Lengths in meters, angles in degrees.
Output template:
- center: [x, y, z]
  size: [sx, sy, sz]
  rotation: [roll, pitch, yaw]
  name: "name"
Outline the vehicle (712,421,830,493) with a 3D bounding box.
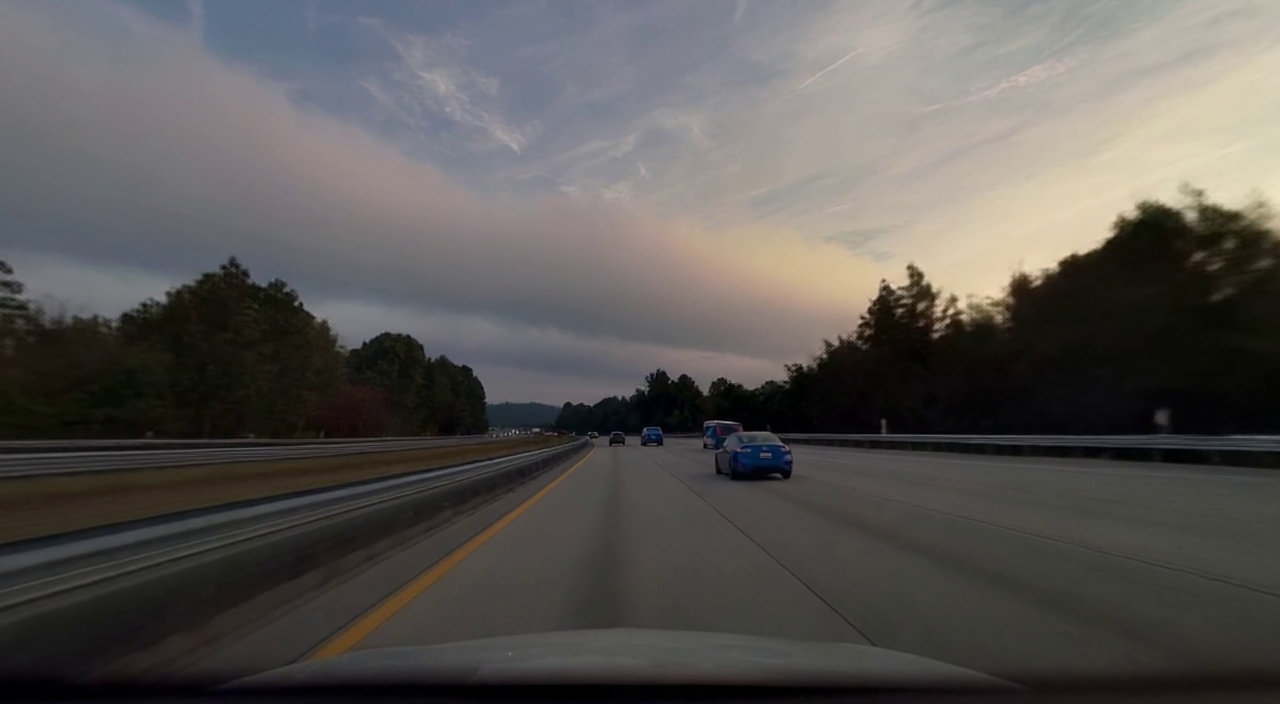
- center: [3.117, 2.584, 15.889]
  size: [2.002, 1.569, 3.845]
  rotation: [0, -8, -2]
  name: "vehicle"
